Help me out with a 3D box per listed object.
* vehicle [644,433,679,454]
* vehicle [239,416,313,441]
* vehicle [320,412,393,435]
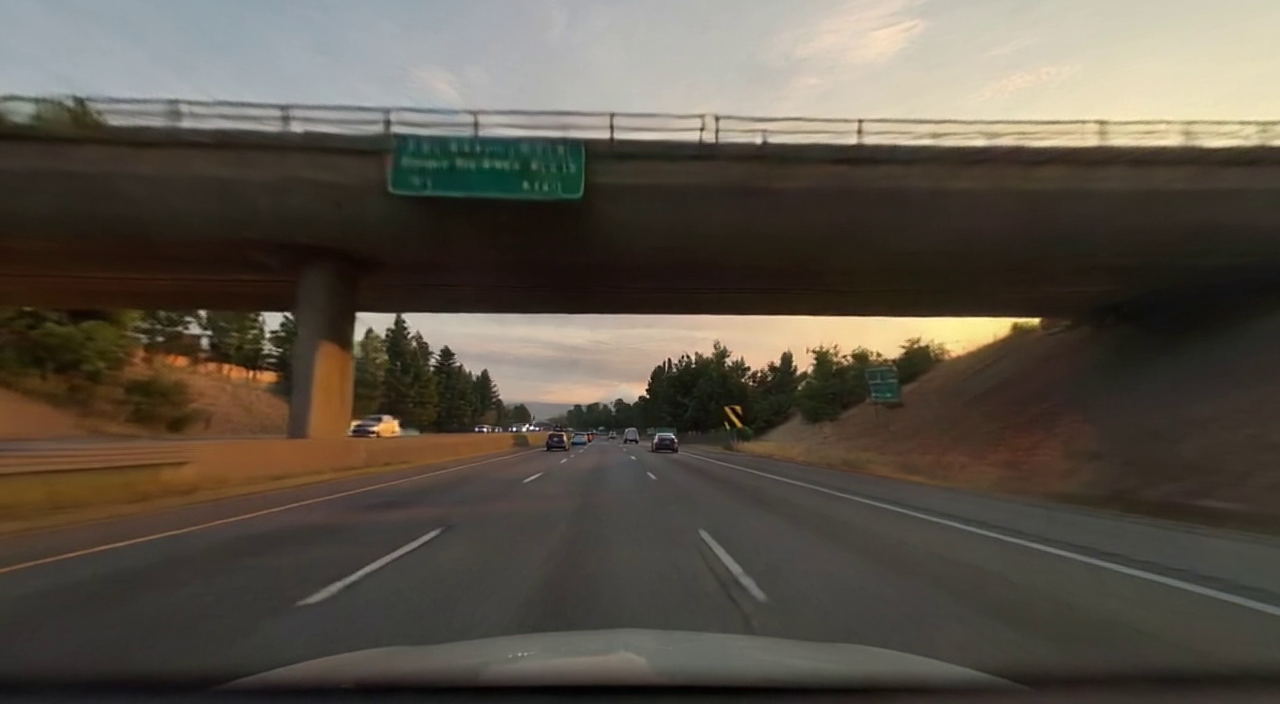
[{"bbox_3d":[1.425,6.195,42.529,1.999,1.329,3.913,1,-8,-4],"label":"vehicle"},{"bbox_3d":[-19.197,4.098,33.352,1.709,1.249,3.954,1,-8,-3],"label":"vehicle"},{"bbox_3d":[-15.051,3.872,33.631,1.973,1.175,4.532,0,-8,-3],"label":"vehicle"}]
